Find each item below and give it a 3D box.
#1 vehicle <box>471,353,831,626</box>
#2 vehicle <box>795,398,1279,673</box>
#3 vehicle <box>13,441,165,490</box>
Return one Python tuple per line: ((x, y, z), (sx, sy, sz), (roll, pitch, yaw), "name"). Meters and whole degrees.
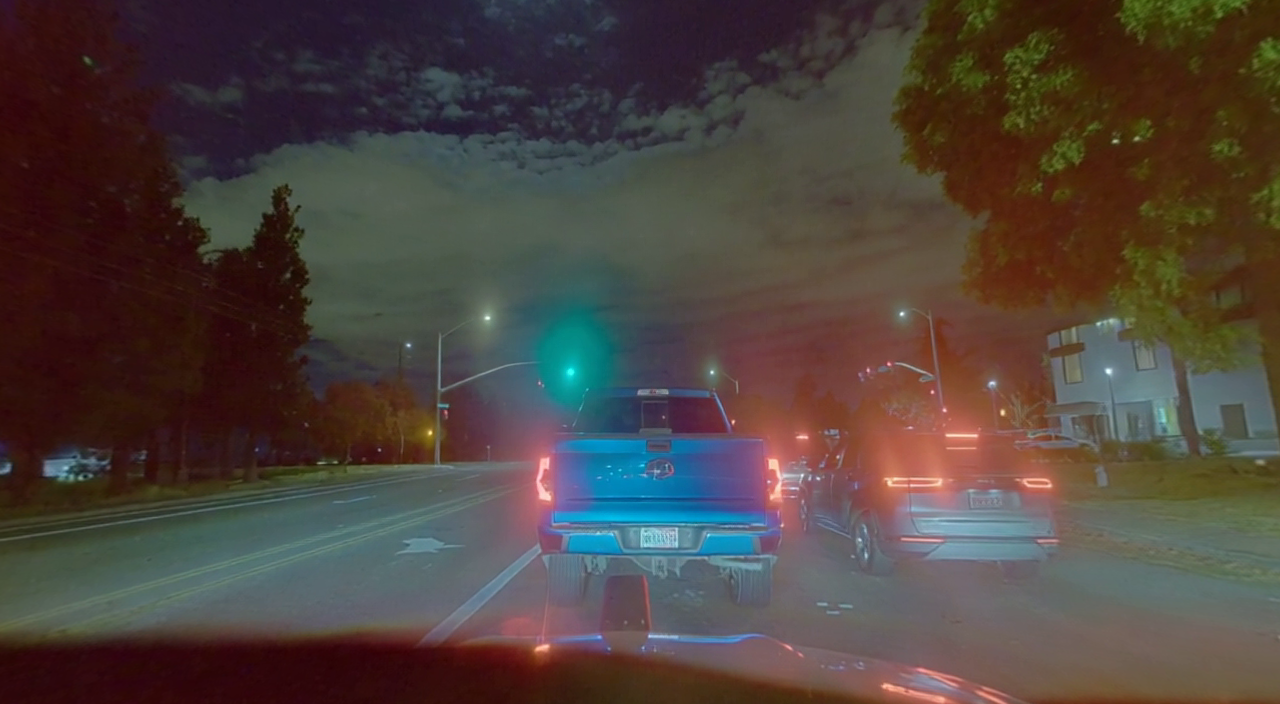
((0.102, 1.403, 7.439), (2.636, 2.011, 5.425), (0, -8, 1), "vehicle")
((3.332, 1.502, 6.495), (2.155, 1.667, 5.162), (0, -8, 0), "vehicle")
((-21.741, 4.467, 25.199), (2.062, 1.764, 4.508), (0, -8, -2), "vehicle")
